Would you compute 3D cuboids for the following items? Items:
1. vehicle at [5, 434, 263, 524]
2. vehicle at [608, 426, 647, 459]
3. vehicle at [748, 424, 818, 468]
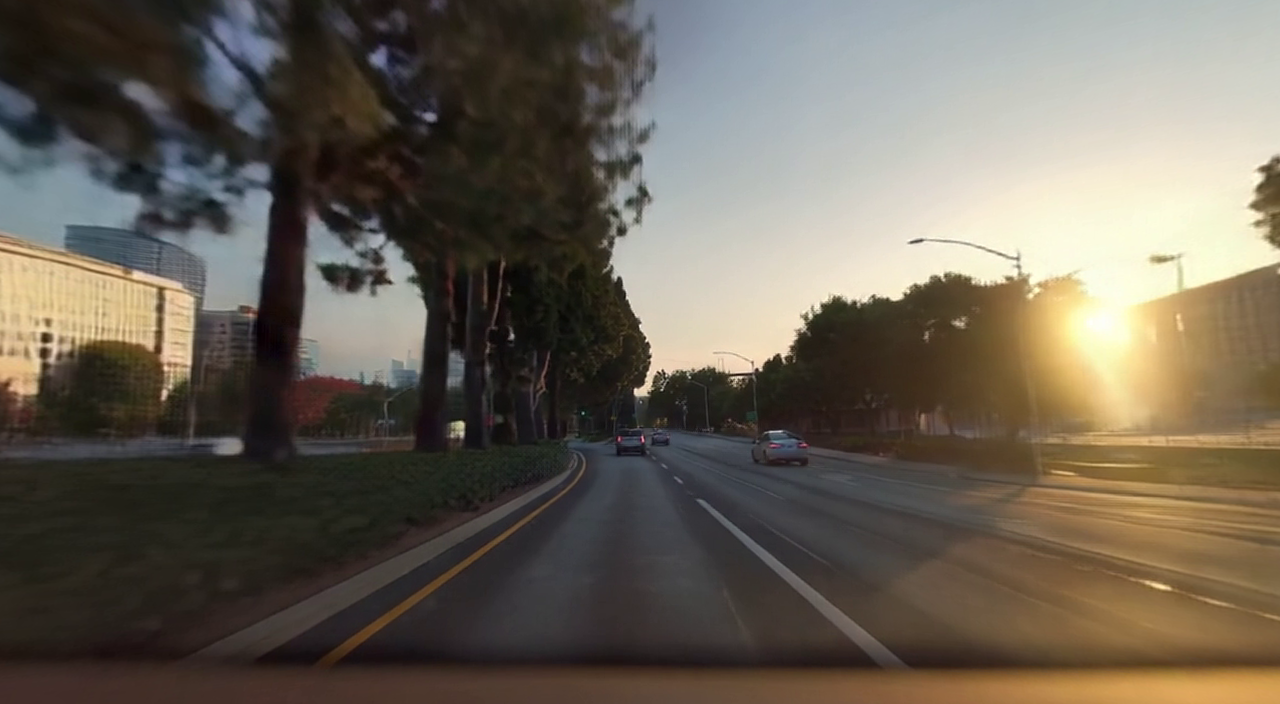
[{"bbox_3d":[-10.637,2.664,13.882,2.002,1.620,4.471,0,-8,-1],"label":"vehicle"},{"bbox_3d":[-0.743,5.443,37.916,2.193,1.794,4.457,0,-8,-2],"label":"vehicle"},{"bbox_3d":[6.379,4.273,28.720,2.026,1.804,4.565,0,-8,-1],"label":"vehicle"}]
